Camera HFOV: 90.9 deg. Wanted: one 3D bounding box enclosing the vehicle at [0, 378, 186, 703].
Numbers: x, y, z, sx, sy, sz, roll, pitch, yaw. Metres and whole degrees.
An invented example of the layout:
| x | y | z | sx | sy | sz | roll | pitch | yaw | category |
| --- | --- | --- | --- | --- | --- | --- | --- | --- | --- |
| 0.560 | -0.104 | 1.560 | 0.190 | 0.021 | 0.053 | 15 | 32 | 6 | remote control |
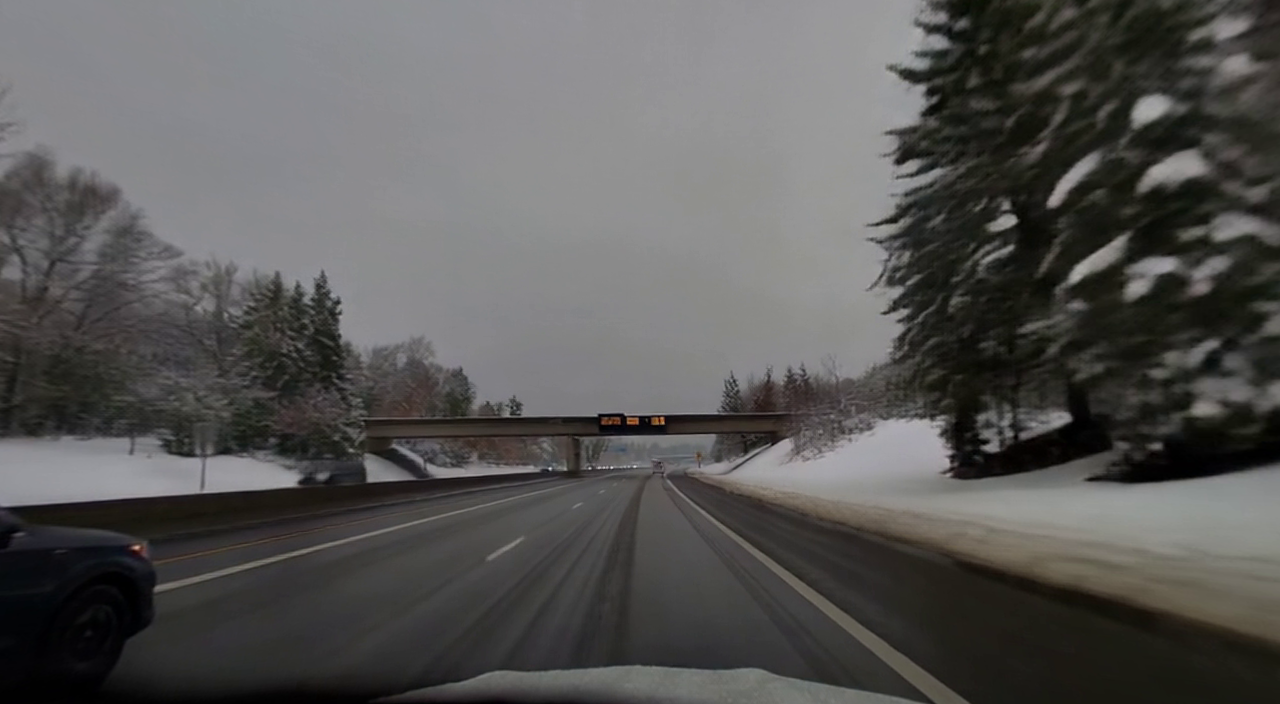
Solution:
| x | y | z | sx | sy | sz | roll | pitch | yaw | category |
| --- | --- | --- | --- | --- | --- | --- | --- | --- | --- |
| -4.115 | 0.738 | 1.761 | 2.141 | 1.697 | 4.641 | 1 | -11 | 0 | vehicle |

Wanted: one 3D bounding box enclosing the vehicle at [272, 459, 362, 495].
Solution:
| x | y | z | sx | sy | sz | roll | pitch | yaw | category |
| --- | --- | --- | --- | --- | --- | --- | --- | --- | --- |
| -14.983 | 5.825 | 29.492 | 1.930 | 1.523 | 4.060 | 1 | -11 | 2 | vehicle |
